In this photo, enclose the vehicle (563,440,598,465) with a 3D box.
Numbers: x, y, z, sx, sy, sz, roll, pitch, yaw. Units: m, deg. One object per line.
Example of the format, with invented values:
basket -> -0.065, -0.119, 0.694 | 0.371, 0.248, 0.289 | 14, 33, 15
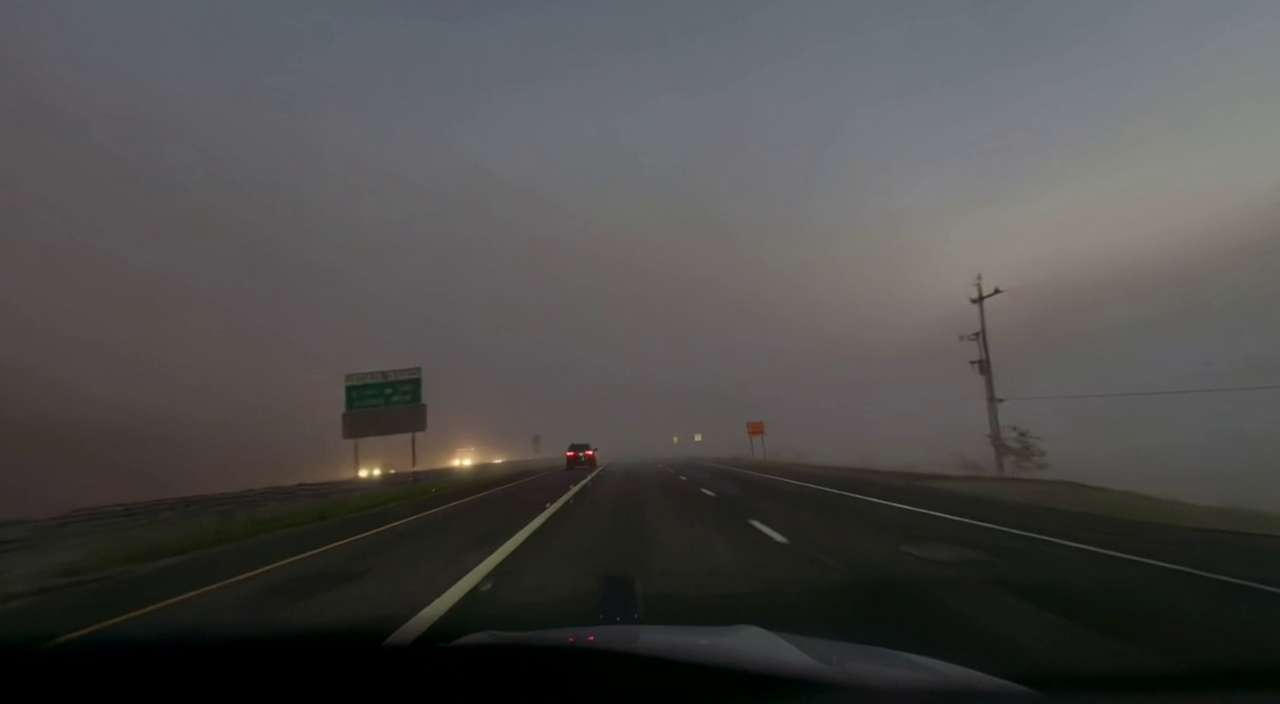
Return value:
vehicle -> -4.441, 7.569, 47.702 | 2.130, 1.823, 4.761 | 0, -8, 0
